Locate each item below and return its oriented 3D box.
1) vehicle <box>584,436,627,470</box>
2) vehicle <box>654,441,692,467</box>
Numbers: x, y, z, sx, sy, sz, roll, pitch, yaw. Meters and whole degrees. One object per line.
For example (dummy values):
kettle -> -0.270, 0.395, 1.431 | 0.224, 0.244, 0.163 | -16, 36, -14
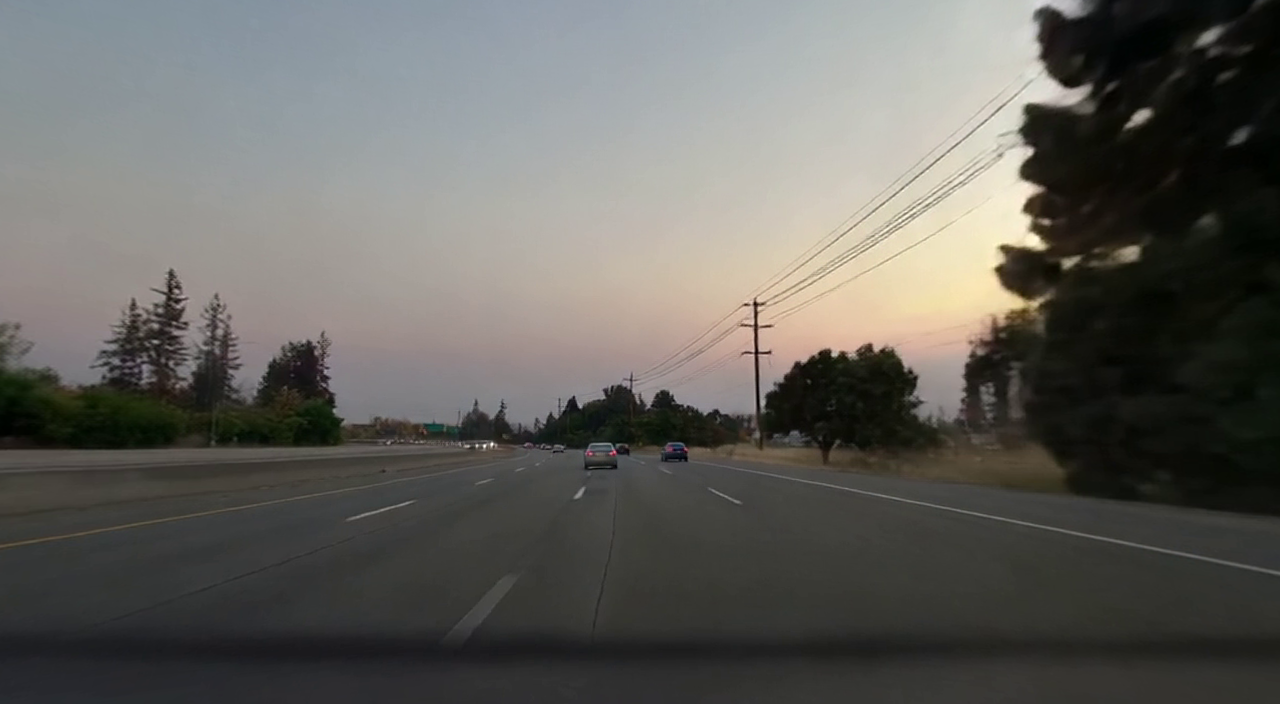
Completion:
vehicle -> -1.883, 5.481, 34.422 | 2.188, 1.714, 3.921 | 1, -8, -3
vehicle -> 1.996, 6.267, 39.068 | 1.789, 1.503, 3.897 | 1, -9, -5
